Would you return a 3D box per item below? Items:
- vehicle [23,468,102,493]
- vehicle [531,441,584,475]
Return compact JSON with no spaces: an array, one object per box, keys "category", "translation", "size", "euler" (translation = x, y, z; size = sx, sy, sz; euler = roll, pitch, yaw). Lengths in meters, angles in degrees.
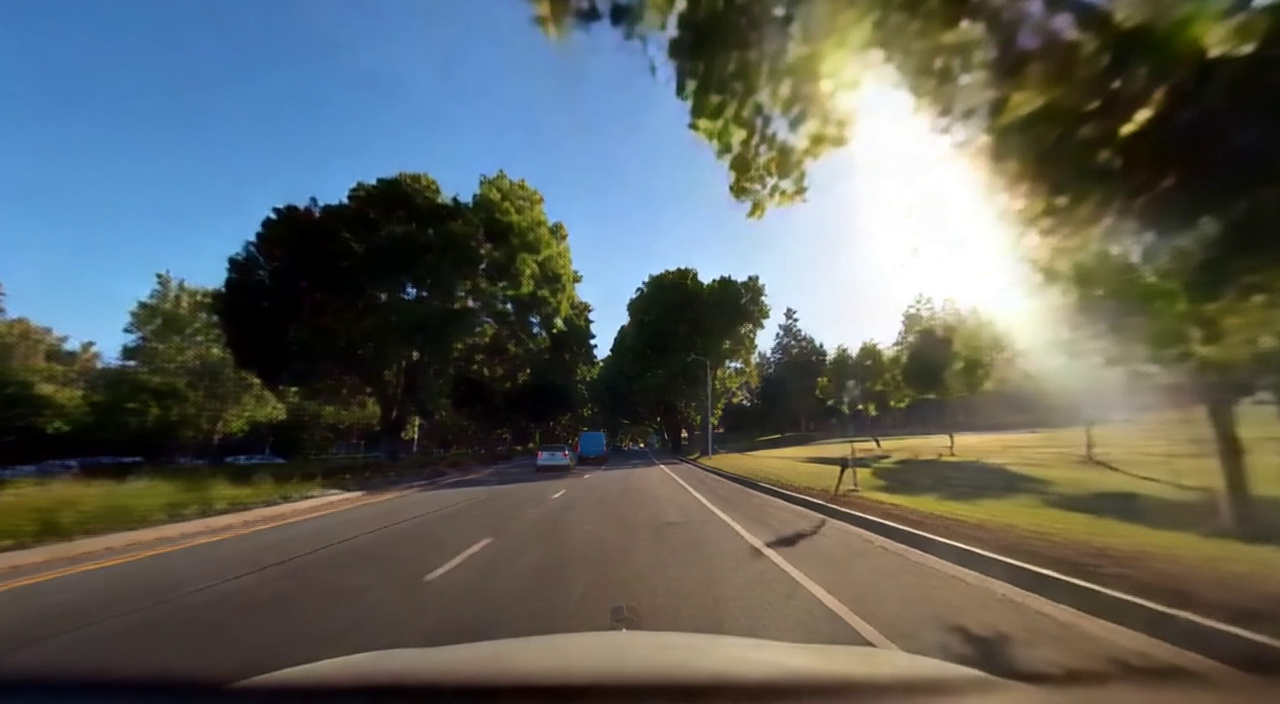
[{"category":"vehicle","translation":[-36.679,8.140,40.262],"size":[1.567,1.379,3.614],"euler":[3,-10,-1]},{"category":"vehicle","translation":[-3.871,5.011,30.144],"size":[2.009,1.473,4.028],"euler":[1,-8,-1]}]
